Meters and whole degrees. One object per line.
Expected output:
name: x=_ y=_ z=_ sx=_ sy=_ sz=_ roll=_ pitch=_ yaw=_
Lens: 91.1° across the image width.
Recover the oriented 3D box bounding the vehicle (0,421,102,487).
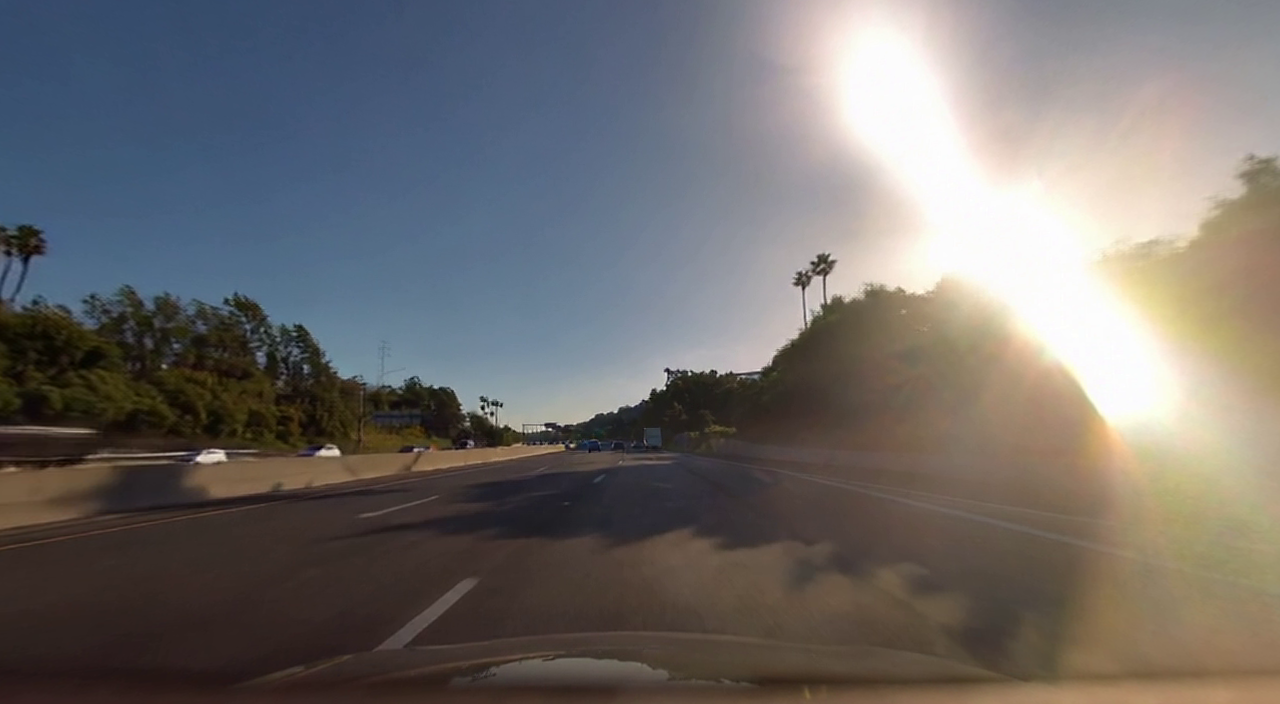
vehicle: x=-34.512 y=5.467 z=33.555 sx=2.715 sy=3.362 sz=9.663 roll=-1 pitch=-8 yaw=1
